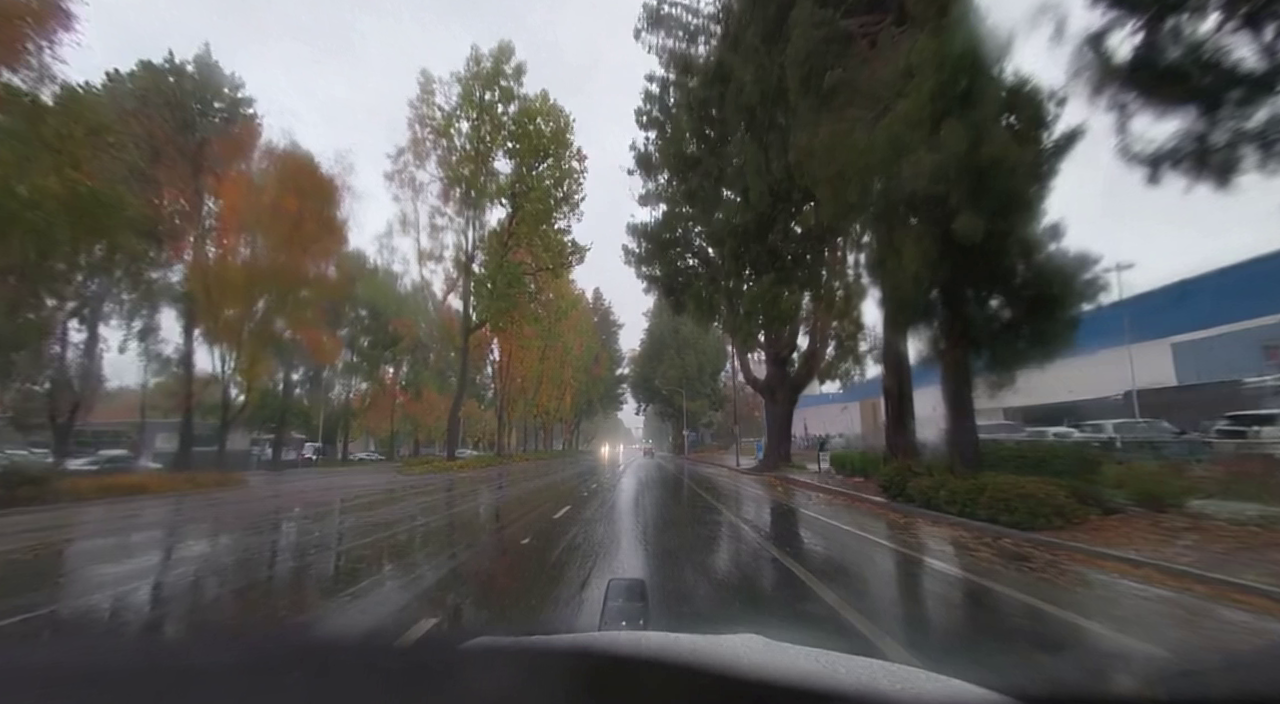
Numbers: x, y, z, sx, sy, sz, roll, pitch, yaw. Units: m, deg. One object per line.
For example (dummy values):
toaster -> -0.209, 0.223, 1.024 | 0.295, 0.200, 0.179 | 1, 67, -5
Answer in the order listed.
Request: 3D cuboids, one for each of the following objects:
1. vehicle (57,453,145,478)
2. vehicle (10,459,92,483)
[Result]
vehicle -> -39.122, 8.259, 45.945 | 2.180, 1.655, 4.689 | 0, -9, 1
vehicle -> -41.970, 8.478, 45.065 | 1.896, 1.537, 3.971 | -1, -9, 3
